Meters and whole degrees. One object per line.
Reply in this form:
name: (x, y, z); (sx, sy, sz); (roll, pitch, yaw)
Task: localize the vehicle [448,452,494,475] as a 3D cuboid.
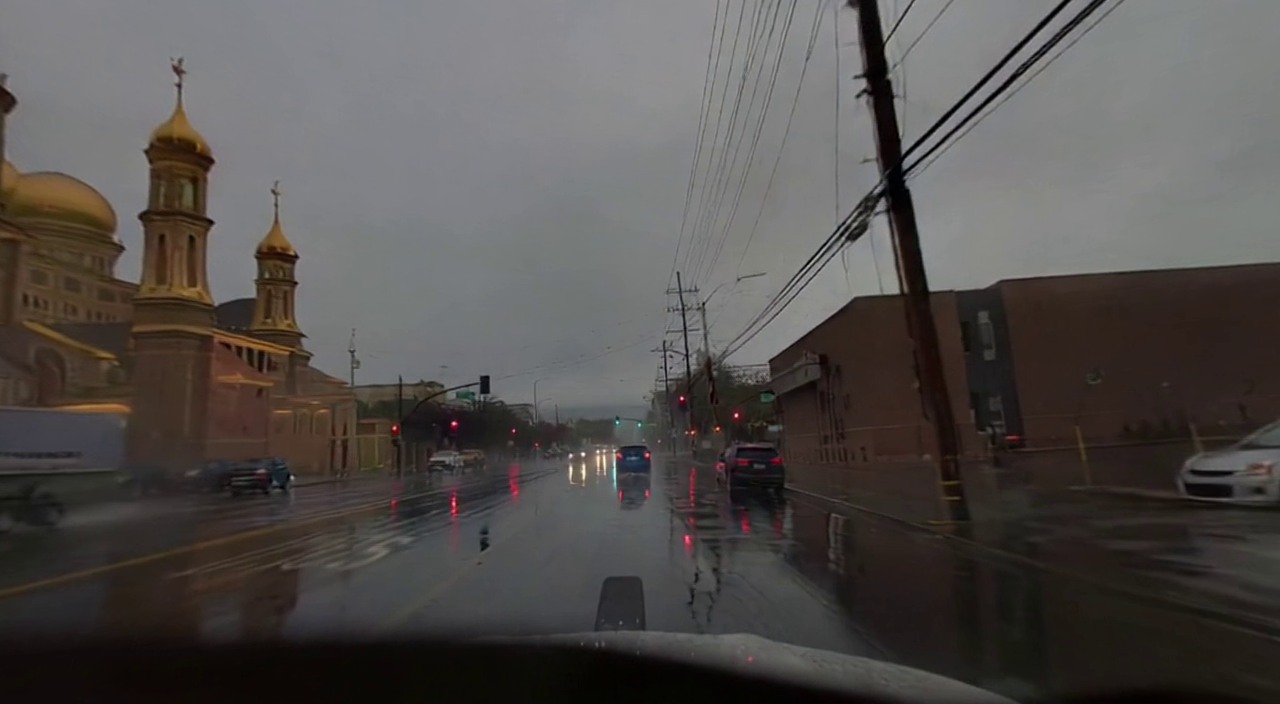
vehicle: (-12.301, 8.164, 46.329); (1.980, 1.502, 4.655); (0, -8, 1)

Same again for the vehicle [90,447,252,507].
vehicle: (-18.668, 4.957, 25.315); (4.888, 1.920, 2.055); (-4, -9, 0)

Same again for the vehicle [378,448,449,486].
vehicle: (-12.442, 6.302, 35.102); (2.071, 1.814, 5.185); (-3, -8, 0)

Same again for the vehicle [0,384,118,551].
vehicle: (-12.042, 1.880, 9.592); (2.961, 2.739, 6.276); (-4, -8, -1)

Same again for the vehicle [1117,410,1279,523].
vehicle: (10.433, 1.633, 9.807); (4.340, 1.507, 1.936); (-4, -8, 1)

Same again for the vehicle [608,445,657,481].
vehicle: (-0.338, 4.902, 28.263); (2.049, 1.453, 4.299); (0, -8, -1)

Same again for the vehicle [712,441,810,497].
vehicle: (3.628, 3.604, 19.877); (1.944, 1.530, 4.539); (0, -8, -3)
